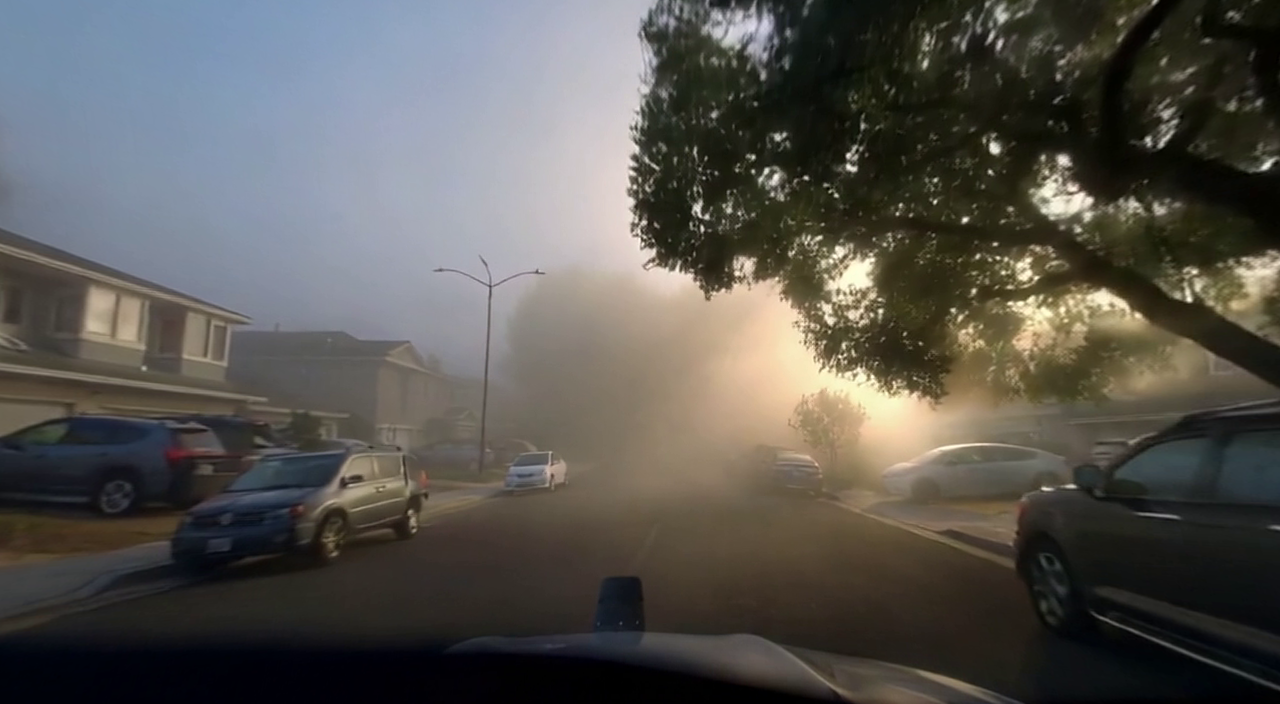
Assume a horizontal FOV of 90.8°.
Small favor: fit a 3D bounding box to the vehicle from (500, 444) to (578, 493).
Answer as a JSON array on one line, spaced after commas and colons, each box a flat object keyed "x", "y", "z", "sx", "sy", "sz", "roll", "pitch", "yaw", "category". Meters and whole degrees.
[{"x": -3.591, "y": 4.205, "z": 23.214, "sx": 1.943, "sy": 1.602, "sz": 4.172, "roll": -1, "pitch": -8, "yaw": 3, "category": "vehicle"}]

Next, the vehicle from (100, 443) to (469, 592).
[{"x": -4.238, "y": 2.004, "z": 8.732, "sx": 2.189, "sy": 1.421, "sz": 4.659, "roll": -1, "pitch": -8, "yaw": 4, "category": "vehicle"}]

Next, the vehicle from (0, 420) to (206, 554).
[{"x": -8.837, "y": 1.737, "z": 8.469, "sx": 4.642, "sy": 1.516, "sz": 1.995, "roll": -1, "pitch": -9, "yaw": 5, "category": "vehicle"}]

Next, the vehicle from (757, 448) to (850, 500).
[{"x": 5.273, "y": 3.986, "z": 21.129, "sx": 2.042, "sy": 1.456, "sz": 4.903, "roll": -1, "pitch": -8, "yaw": 3, "category": "vehicle"}]

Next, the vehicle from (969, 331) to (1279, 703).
[{"x": 3.978, "y": 0.920, "z": 3.318, "sx": 2.075, "sy": 1.882, "sz": 4.749, "roll": 0, "pitch": -8, "yaw": 2, "category": "vehicle"}]
